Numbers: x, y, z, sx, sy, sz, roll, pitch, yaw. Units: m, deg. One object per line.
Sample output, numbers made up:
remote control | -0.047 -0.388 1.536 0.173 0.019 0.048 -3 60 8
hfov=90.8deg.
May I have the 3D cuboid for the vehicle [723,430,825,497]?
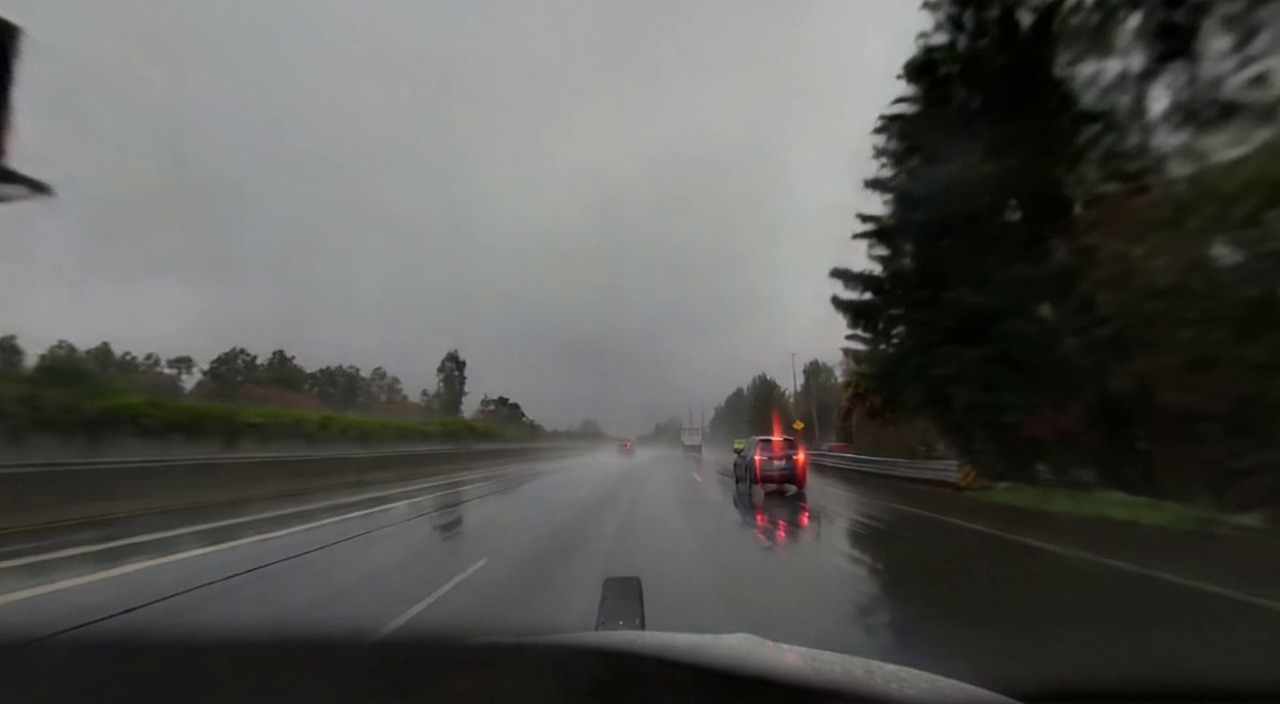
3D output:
vehicle | 3.859 3.294 19.001 2.075 1.743 4.410 0 -9 0
